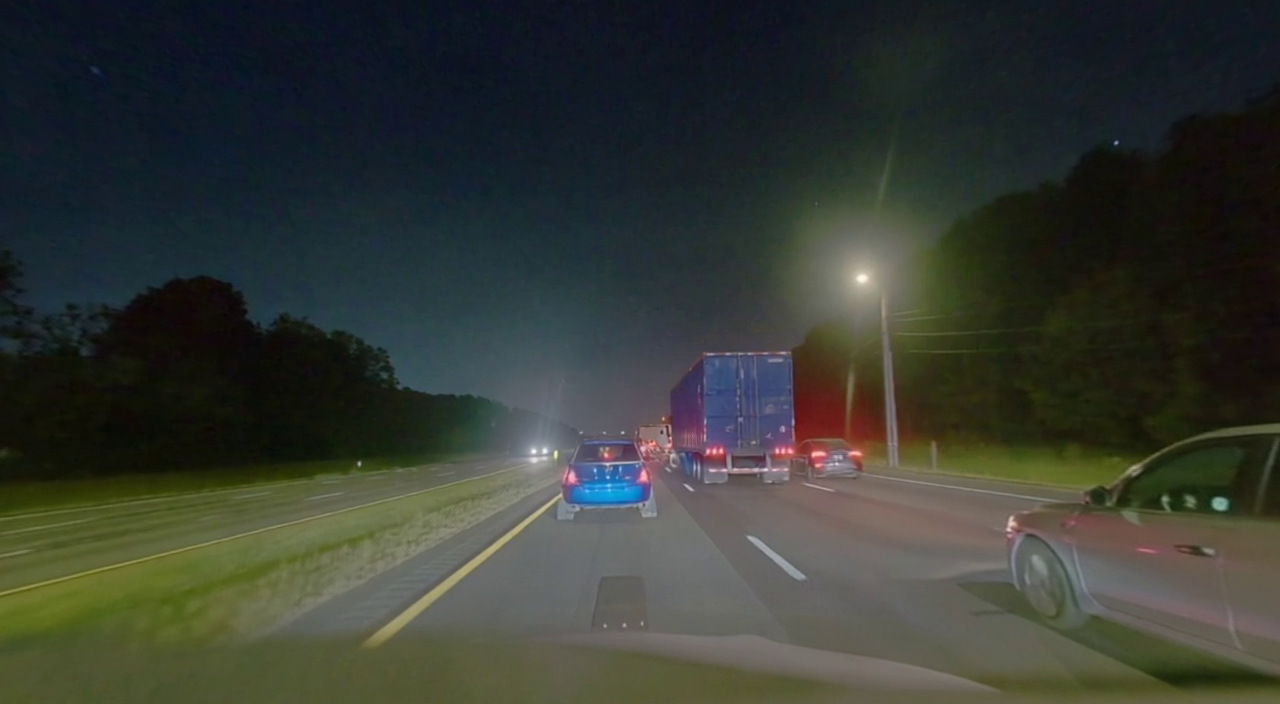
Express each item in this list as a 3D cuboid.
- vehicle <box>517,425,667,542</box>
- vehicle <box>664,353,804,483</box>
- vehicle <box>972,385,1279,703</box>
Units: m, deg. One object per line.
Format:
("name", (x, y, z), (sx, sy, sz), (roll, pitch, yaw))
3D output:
("vehicle", (-0.688, 2.065, 10.557), (2.009, 1.554, 4.013), (0, -8, -1))
("vehicle", (3.427, 3.343, 29.127), (3.591, 4.290, 16.696), (0, -8, -1))
("vehicle", (3.583, 0.889, 2.510), (1.960, 1.515, 4.713), (0, -8, 0))
